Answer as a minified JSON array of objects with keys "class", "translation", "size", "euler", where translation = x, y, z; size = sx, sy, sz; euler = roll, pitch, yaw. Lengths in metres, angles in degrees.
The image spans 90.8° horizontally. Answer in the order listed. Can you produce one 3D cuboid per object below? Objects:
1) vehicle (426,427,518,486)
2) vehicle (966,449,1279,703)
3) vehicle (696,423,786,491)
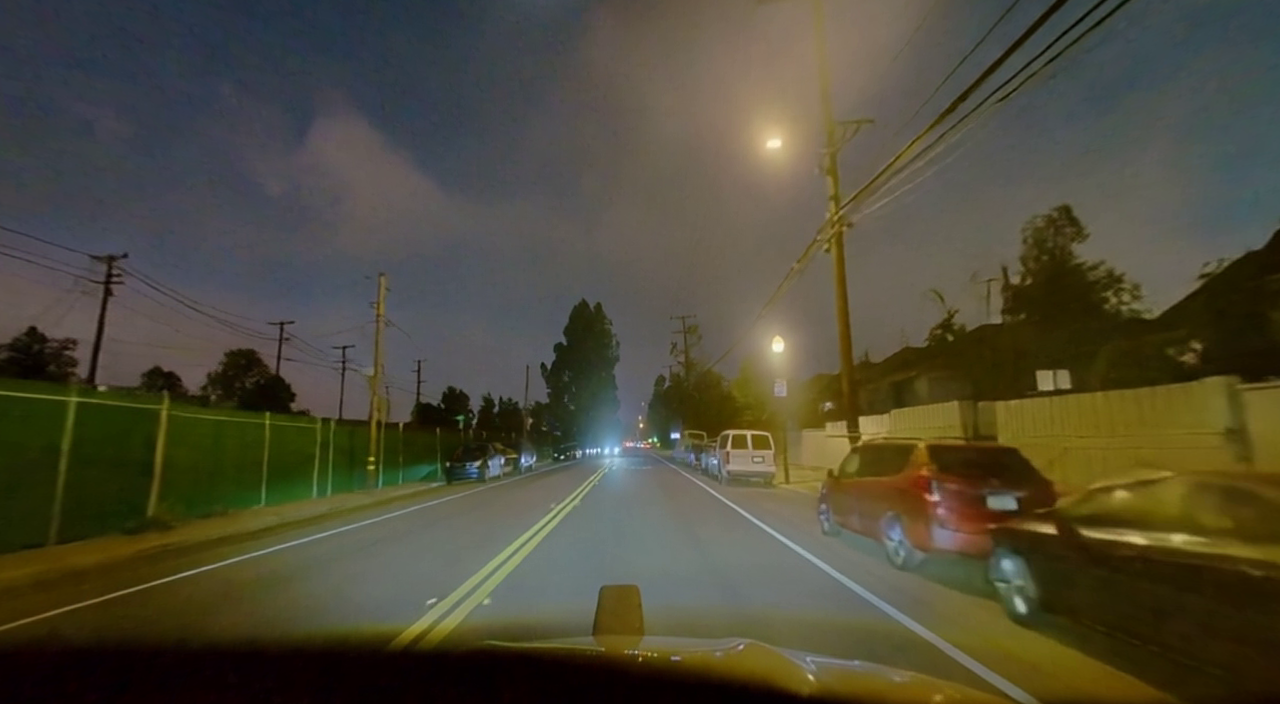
[{"class":"vehicle","translation":[-6.700,4.215,25.921],"size":[2.268,2.154,5.321],"euler":[0,-8,0]},{"class":"vehicle","translation":[3.596,1.141,2.874],"size":[1.984,1.342,4.066],"euler":[0,-8,-1]},{"class":"vehicle","translation":[3.277,3.560,21.722],"size":[2.053,2.005,5.495],"euler":[0,-8,-1]}]
